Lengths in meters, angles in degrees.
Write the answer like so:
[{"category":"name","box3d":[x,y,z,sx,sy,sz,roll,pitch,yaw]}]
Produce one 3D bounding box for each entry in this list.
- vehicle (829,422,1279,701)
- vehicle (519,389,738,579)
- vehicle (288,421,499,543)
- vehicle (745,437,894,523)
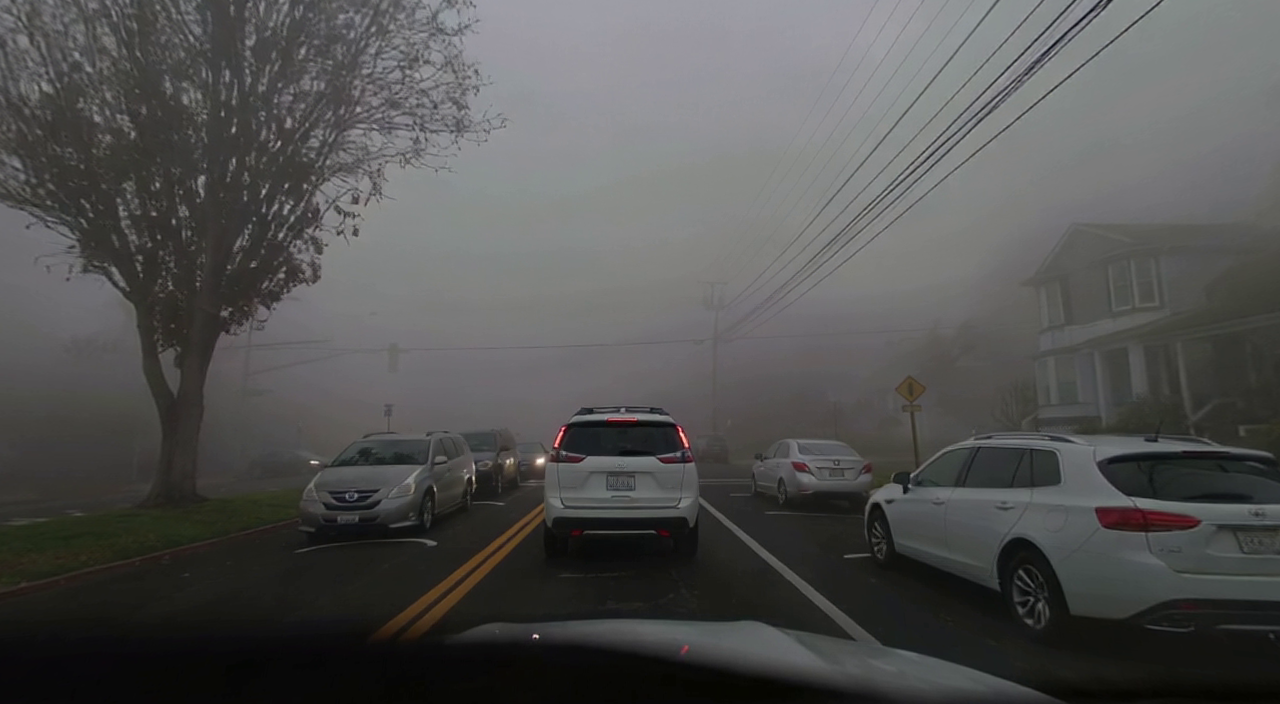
[{"category":"vehicle","box3d":[3.469,1.467,5.769,1.977,1.480,4.589,0,-8,-1]},{"category":"vehicle","box3d":[-0.216,1.613,8.478,2.164,1.867,4.254,0,-8,-3]},{"category":"vehicle","box3d":[-3.722,2.028,10.521,1.864,1.576,4.324,0,-8,-2]},{"category":"vehicle","box3d":[3.465,2.528,13.048,1.880,1.476,3.932,0,-8,0]}]
